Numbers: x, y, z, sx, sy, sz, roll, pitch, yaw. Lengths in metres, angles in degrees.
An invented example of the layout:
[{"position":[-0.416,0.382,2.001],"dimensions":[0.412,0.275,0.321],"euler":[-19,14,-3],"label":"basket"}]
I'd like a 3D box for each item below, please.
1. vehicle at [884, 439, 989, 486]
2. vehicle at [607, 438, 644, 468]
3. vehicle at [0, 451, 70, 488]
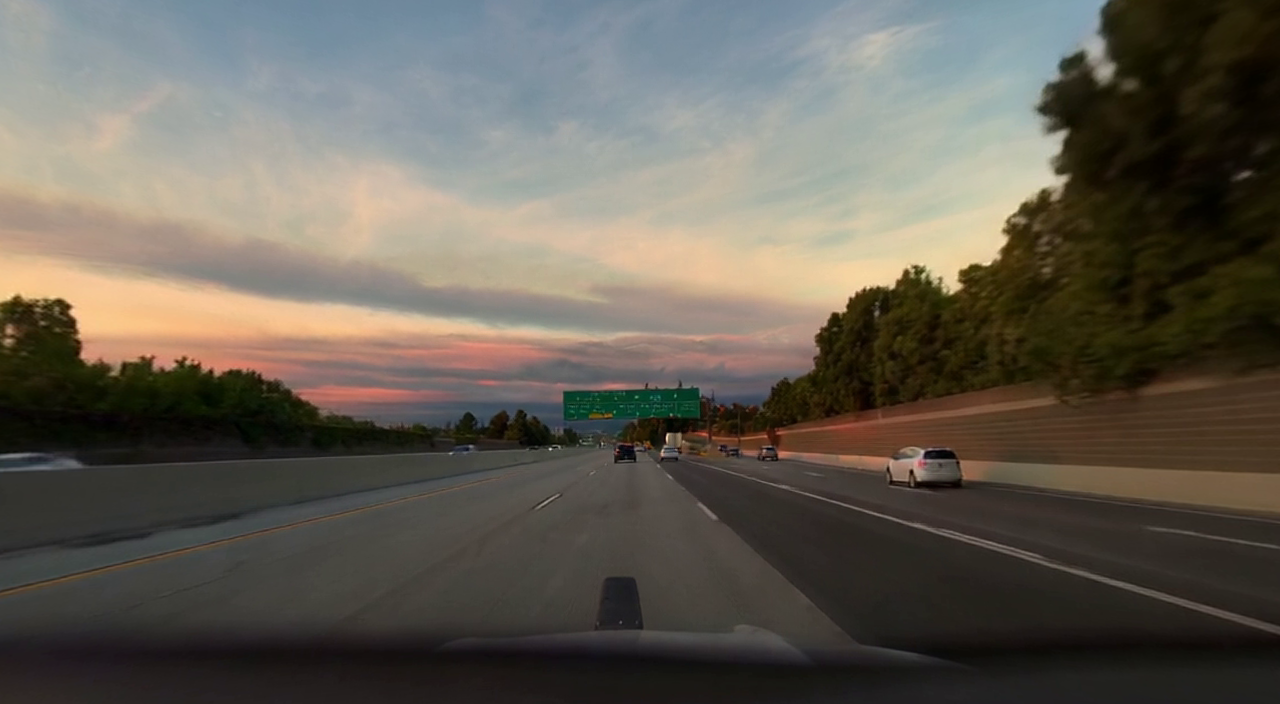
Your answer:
[{"position":[11.399,4.252,24.685],"dimensions":[1.912,1.673,4.438],"euler":[0,-8,-1],"label":"vehicle"},{"position":[-0.855,6.204,38.918],"dimensions":[2.121,1.739,4.087],"euler":[0,-8,-1],"label":"vehicle"},{"position":[-25.683,4.701,25.481],"dimensions":[1.691,1.395,3.857],"euler":[0,-8,0],"label":"vehicle"}]
